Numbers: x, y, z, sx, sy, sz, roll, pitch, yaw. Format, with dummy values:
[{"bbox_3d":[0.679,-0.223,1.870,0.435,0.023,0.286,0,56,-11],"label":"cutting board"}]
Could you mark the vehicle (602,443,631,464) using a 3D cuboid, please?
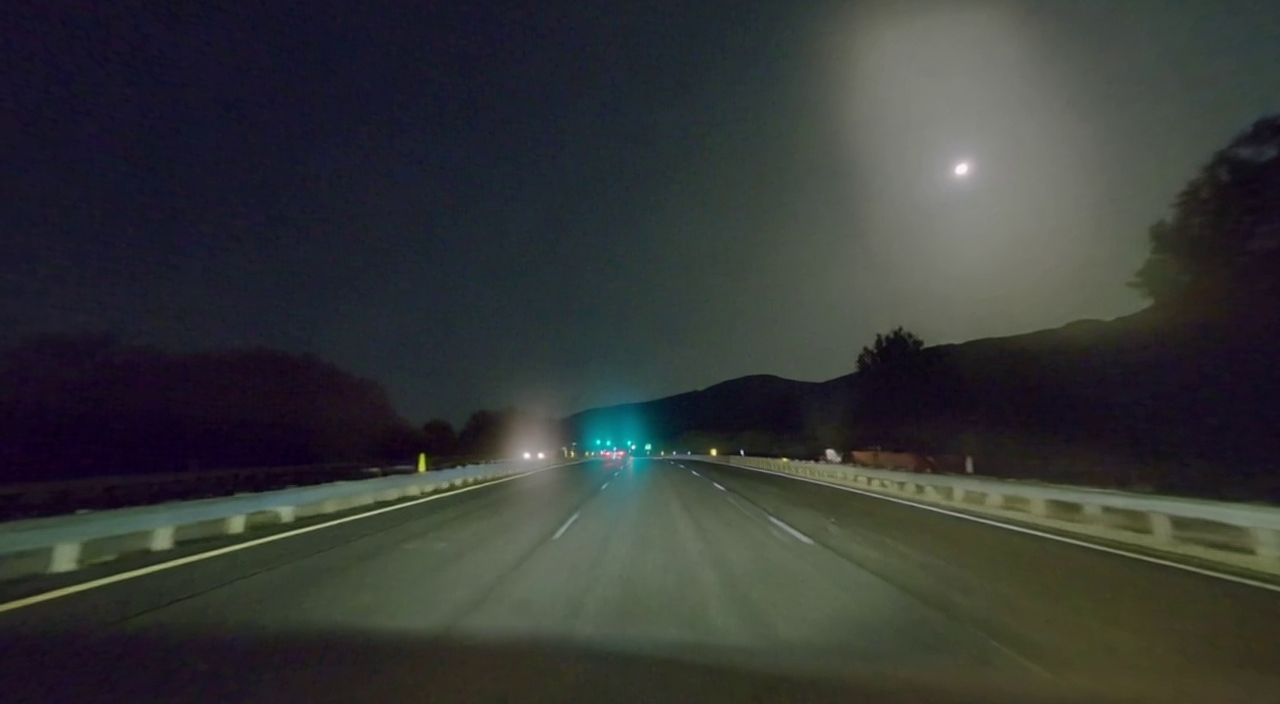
[{"bbox_3d":[-1.744,7.655,47.674,2.050,1.530,4.144,0,-8,0],"label":"vehicle"}]
